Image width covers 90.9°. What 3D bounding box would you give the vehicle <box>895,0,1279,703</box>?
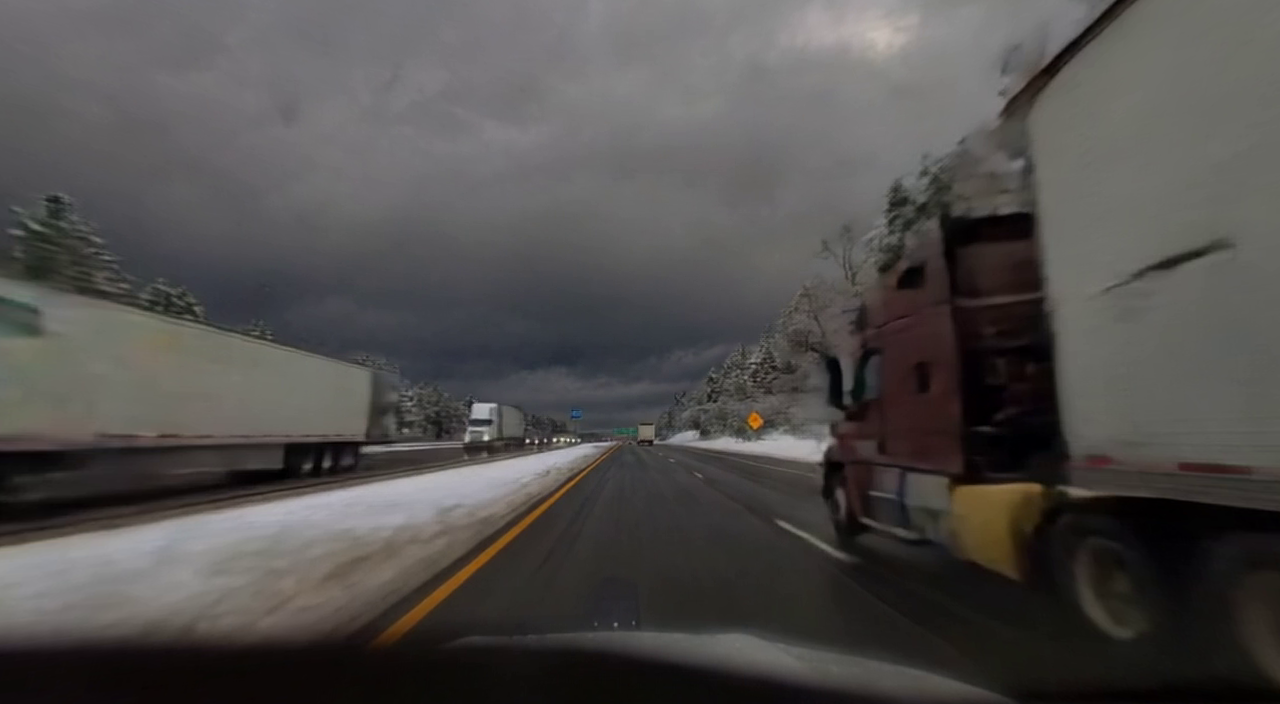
[{"bbox_3d":[4.064,-0.619,0.631,2.911,3.994,10.840,0,-8,-1],"label":"vehicle"}]

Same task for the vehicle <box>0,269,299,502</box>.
[{"bbox_3d":[-12.532,1.187,15.538,2.933,4.039,9.567,0,-8,-1],"label":"vehicle"}]
